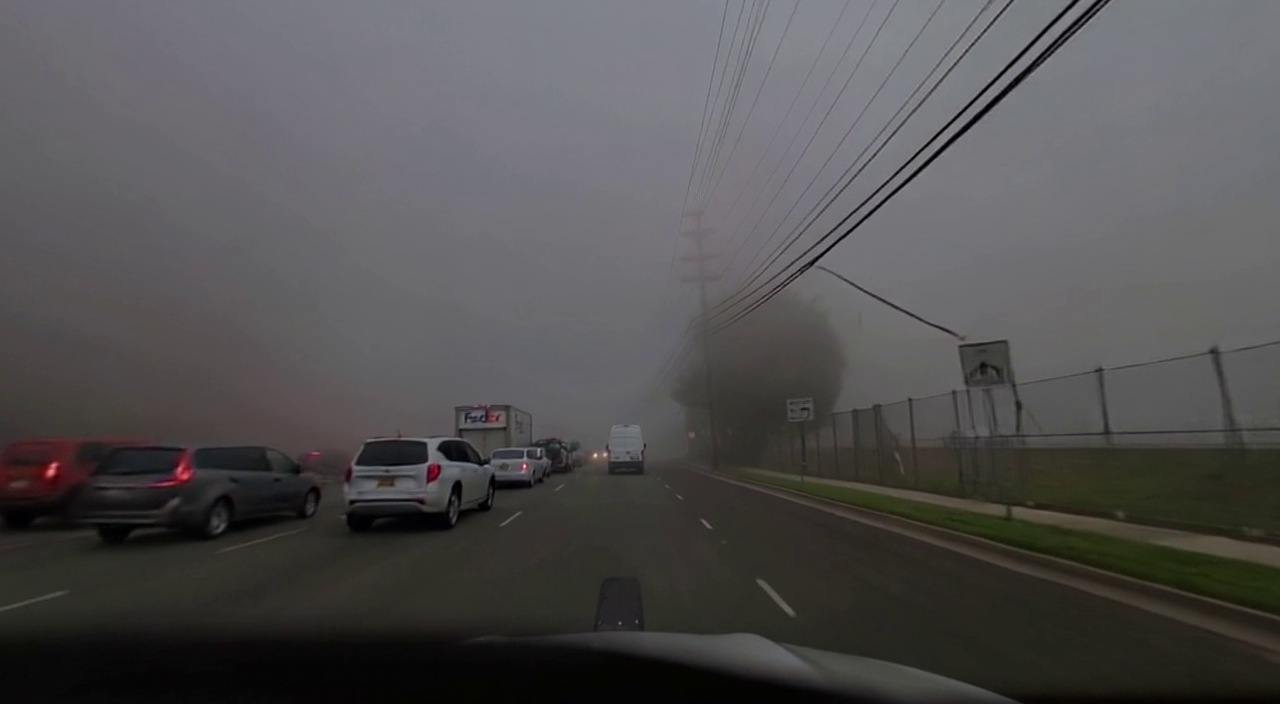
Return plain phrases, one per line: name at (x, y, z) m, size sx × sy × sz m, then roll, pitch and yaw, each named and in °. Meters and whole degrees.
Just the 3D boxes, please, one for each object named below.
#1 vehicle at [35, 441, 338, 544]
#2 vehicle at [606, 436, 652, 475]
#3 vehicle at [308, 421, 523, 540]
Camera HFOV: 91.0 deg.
vehicle at (-7.846, 2.409, 11.744) m, size 1.909 × 1.473 × 5.050 m, roll 0°, pitch -8°, yaw 0°
vehicle at (-0.538, 4.875, 29.860) m, size 2.055 × 1.671 × 4.147 m, roll 0°, pitch -8°, yaw -1°
vehicle at (-3.648, 2.183, 11.459) m, size 2.057 × 1.673 × 4.934 m, roll 0°, pitch -8°, yaw 0°
